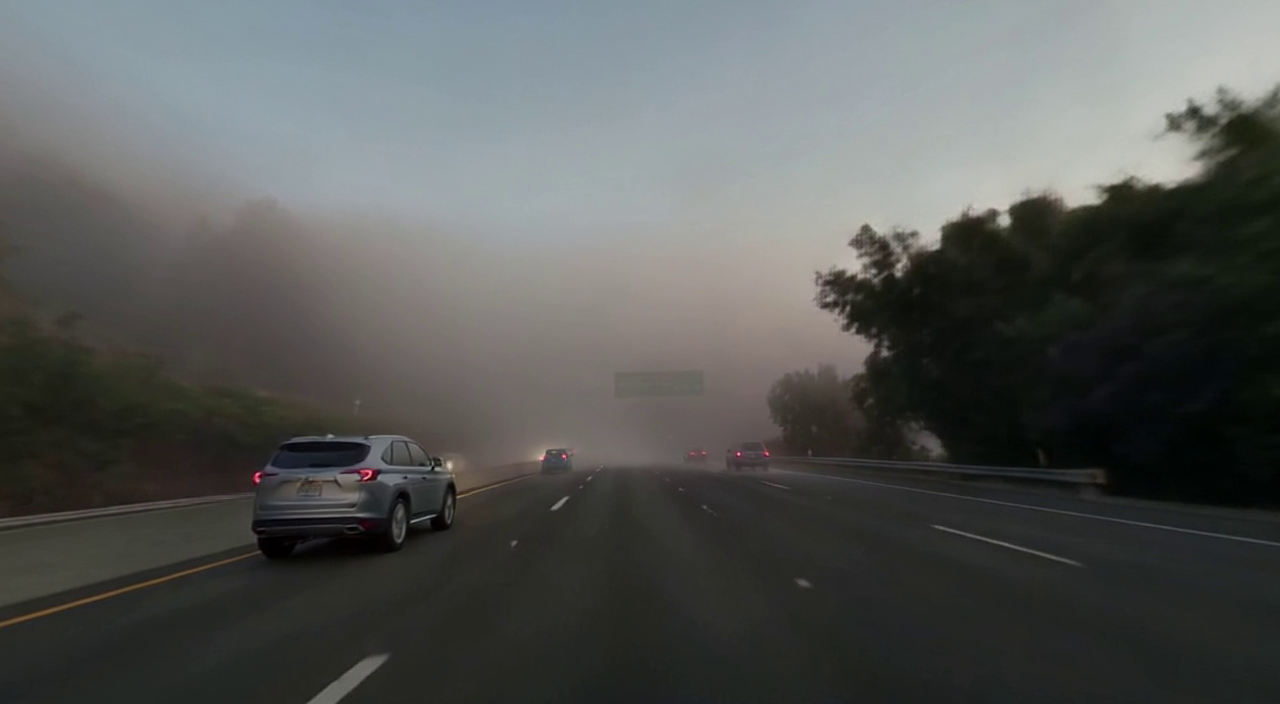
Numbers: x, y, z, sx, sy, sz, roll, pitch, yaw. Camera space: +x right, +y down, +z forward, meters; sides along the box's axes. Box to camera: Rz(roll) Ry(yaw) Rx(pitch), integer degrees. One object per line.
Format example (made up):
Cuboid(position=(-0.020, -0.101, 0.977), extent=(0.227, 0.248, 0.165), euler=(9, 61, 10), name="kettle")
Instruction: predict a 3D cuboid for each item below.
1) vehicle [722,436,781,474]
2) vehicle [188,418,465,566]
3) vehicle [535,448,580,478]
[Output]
Cuboid(position=(6.522, 6.101, 37.583), extent=(2.378, 2.096, 5.119), euler=(0, -9, -2), name="vehicle")
Cuboid(position=(-4.342, 2.007, 9.725), extent=(2.079, 1.745, 4.281), euler=(0, -9, -1), name="vehicle")
Cuboid(position=(-4.450, 6.067, 34.654), extent=(2.009, 1.488, 4.289), euler=(0, -9, -1), name="vehicle")
